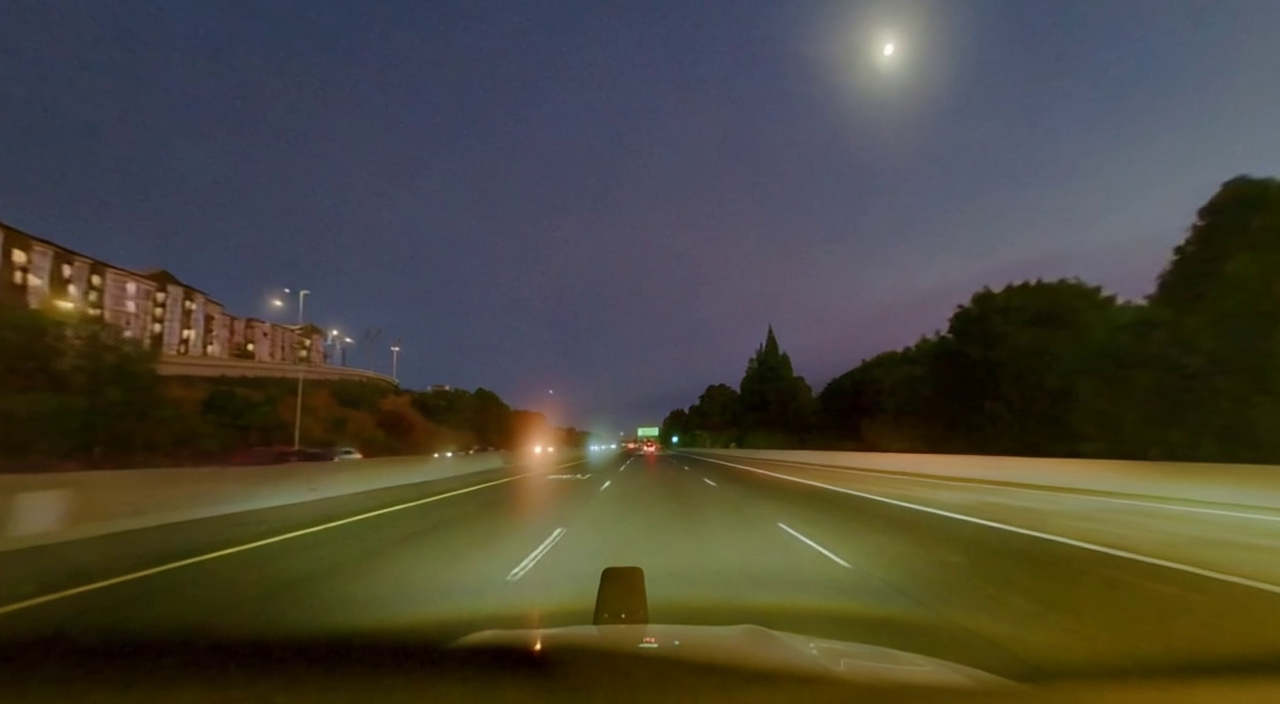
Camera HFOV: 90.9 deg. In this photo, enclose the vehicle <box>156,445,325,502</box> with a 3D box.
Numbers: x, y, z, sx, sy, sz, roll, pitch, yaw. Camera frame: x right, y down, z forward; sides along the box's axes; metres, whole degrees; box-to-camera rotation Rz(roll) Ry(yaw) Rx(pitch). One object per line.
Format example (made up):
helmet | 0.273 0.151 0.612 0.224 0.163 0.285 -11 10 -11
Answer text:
vehicle | -11.496 3.486 18.653 1.894 1.463 4.609 0 -8 2
